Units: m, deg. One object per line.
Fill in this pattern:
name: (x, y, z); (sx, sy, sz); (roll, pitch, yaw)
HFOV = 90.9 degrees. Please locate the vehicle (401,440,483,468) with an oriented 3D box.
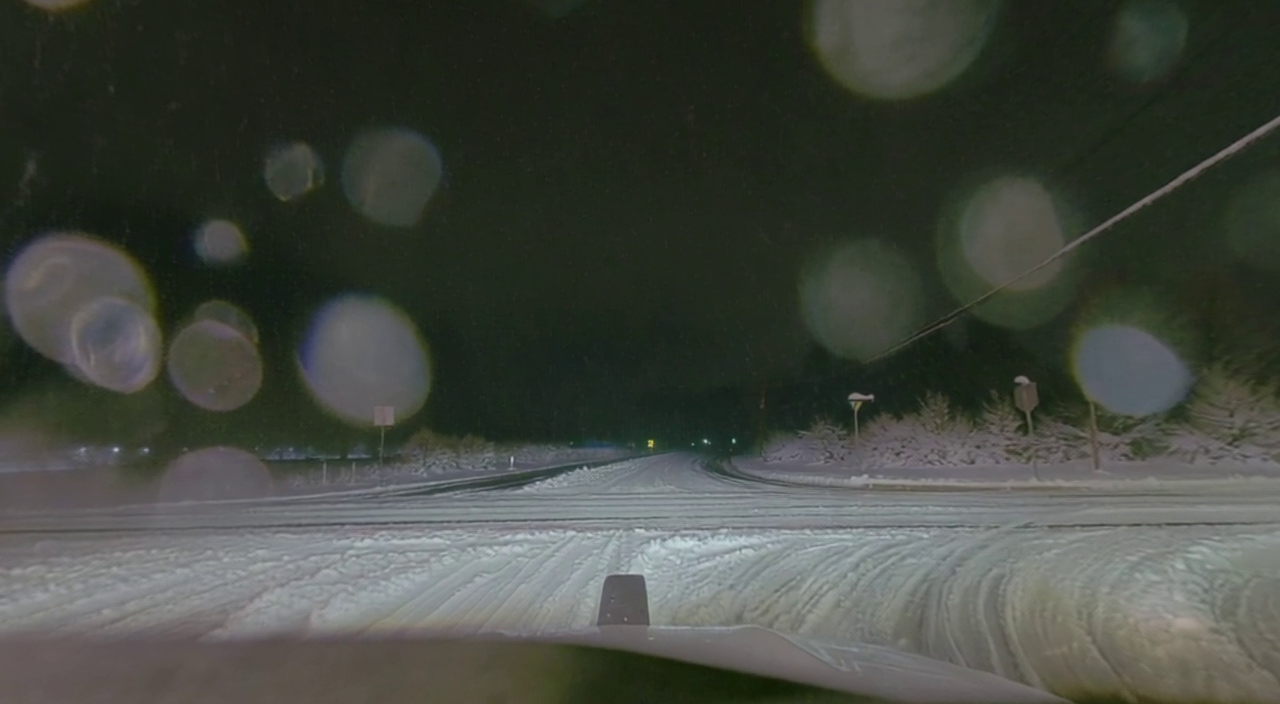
vehicle: (-12.703, 6.568, 40.638); (4.590, 1.735, 1.973); (0, -9, 3)
